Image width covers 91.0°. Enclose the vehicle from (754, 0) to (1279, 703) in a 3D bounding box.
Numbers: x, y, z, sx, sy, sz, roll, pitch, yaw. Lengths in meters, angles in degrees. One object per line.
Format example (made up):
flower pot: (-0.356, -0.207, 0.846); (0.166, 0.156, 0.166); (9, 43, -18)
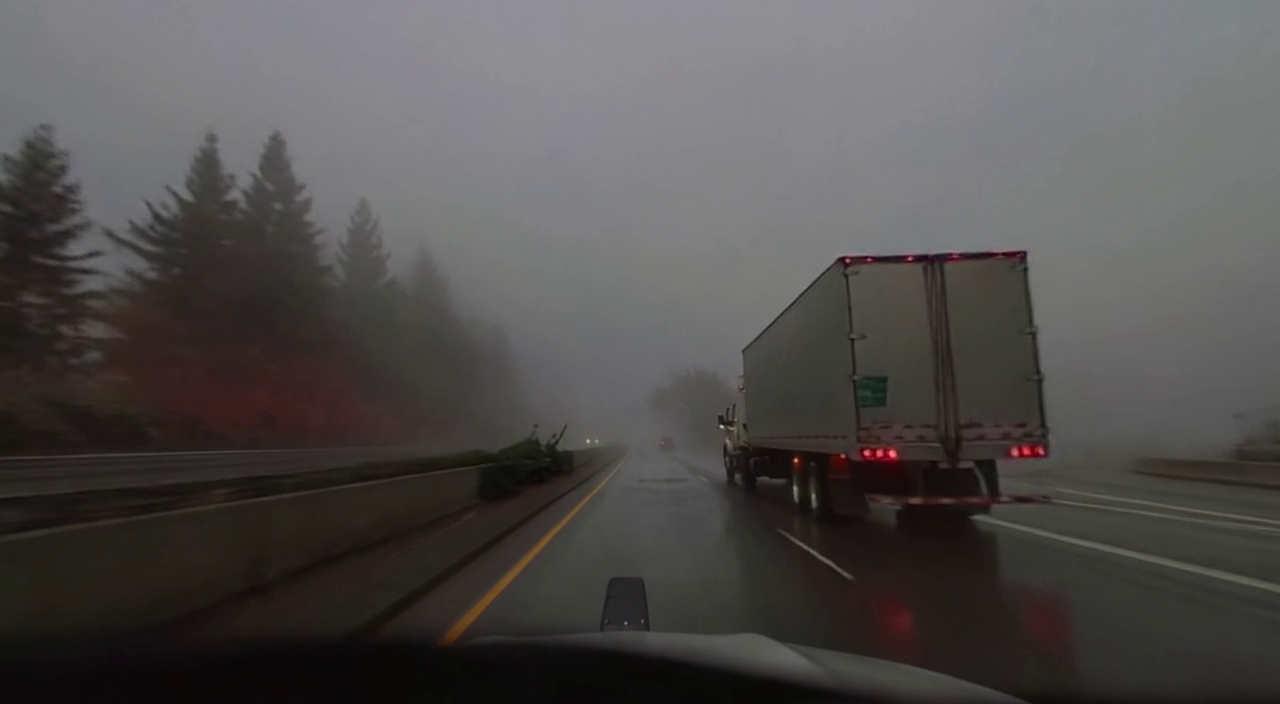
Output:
vehicle: (3.839, -0.206, 4.293); (3.691, 4.331, 13.909); (0, -8, 1)
